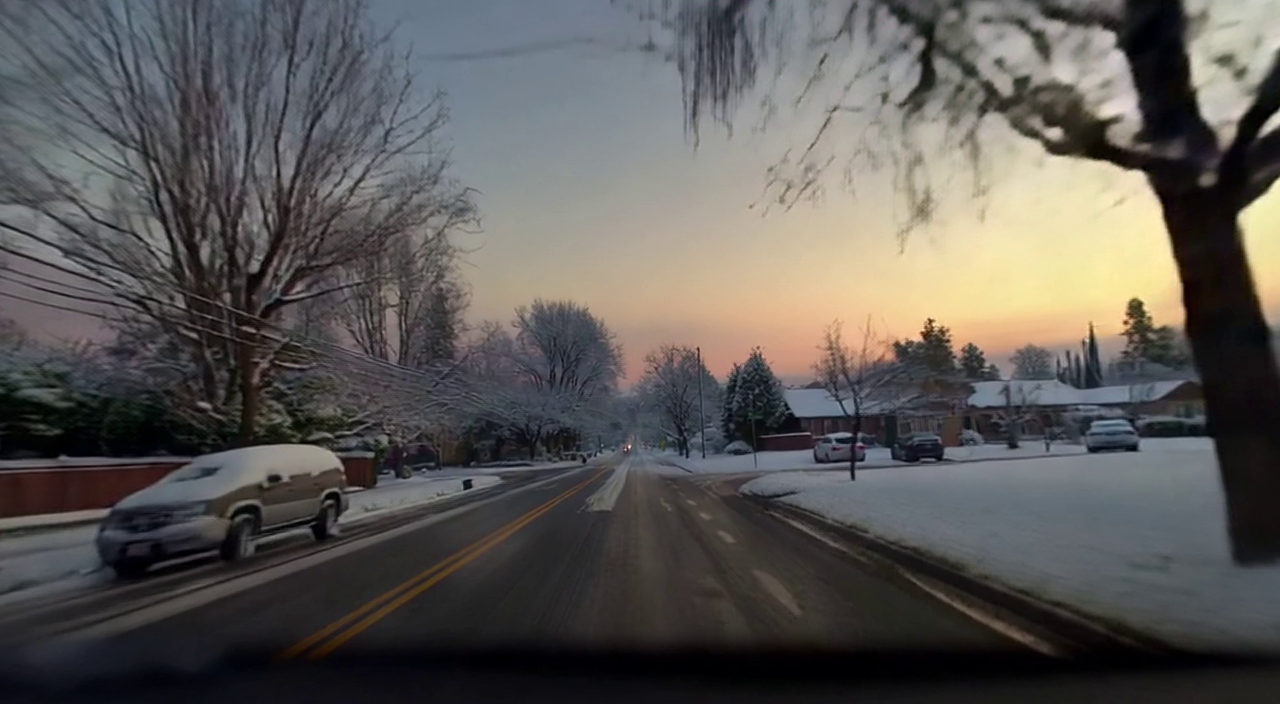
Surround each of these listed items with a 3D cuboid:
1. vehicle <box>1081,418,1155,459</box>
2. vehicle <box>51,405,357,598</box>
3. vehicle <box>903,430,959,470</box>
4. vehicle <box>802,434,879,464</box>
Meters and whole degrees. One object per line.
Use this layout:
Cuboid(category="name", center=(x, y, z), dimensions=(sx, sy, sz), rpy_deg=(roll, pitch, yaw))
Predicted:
Cuboid(category="vehicle", center=(21.831, 3.982, 29.020), dimensions=(1.956, 1.632, 3.922), rpy_deg=(-9, -11, 27))
Cuboid(category="vehicle", center=(-6.793, 2.334, 10.621), dimensions=(2.057, 2.317, 4.386), rpy_deg=(-6, -10, -1))
Cuboid(category="vehicle", center=(13.849, 4.638, 29.909), dimensions=(1.860, 1.697, 4.292), rpy_deg=(-5, -10, 30))
Cuboid(category="vehicle", center=(9.419, 4.621, 30.094), dimensions=(1.922, 1.263, 4.664), rpy_deg=(0, -9, -3))
